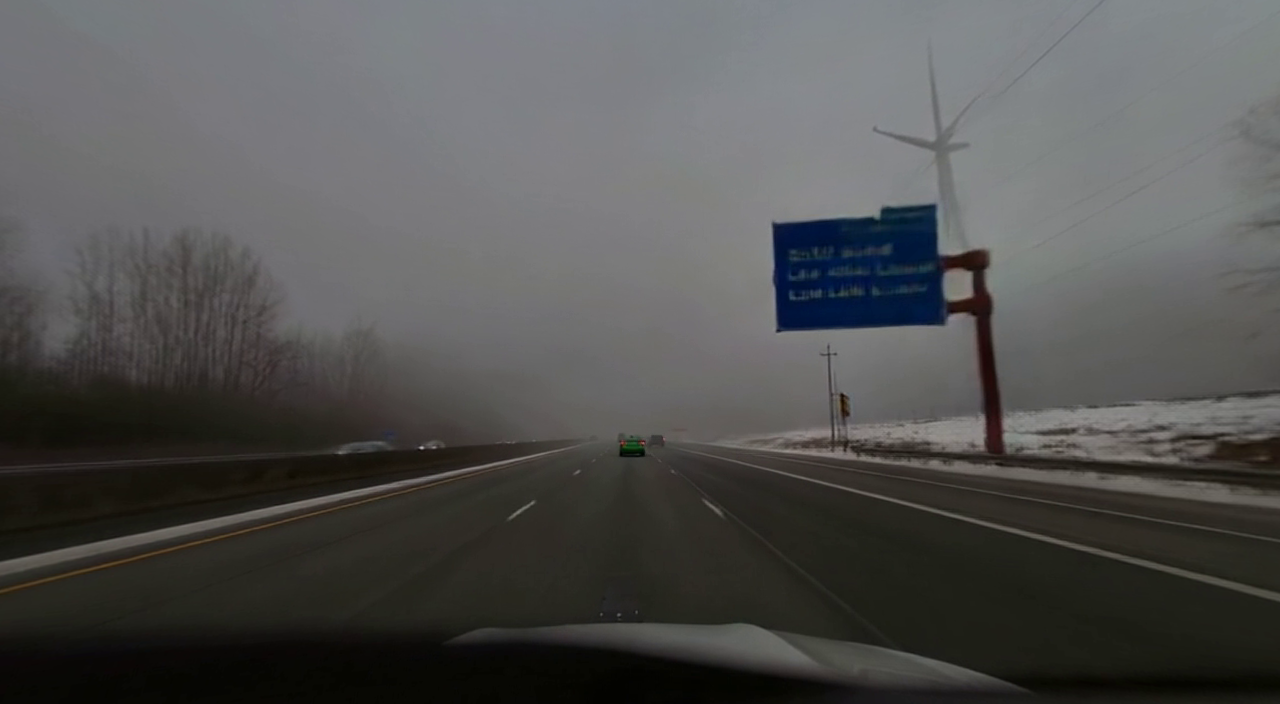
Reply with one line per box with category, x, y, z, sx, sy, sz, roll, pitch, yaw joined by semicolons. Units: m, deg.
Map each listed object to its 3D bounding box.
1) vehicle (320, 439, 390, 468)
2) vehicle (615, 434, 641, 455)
vehicle;-16.580;5.891;36.861;1.917;1.534;4.822;0;-8;0
vehicle;-0.916;6.945;47.325;1.892;1.496;3.575;0;-8;-2
